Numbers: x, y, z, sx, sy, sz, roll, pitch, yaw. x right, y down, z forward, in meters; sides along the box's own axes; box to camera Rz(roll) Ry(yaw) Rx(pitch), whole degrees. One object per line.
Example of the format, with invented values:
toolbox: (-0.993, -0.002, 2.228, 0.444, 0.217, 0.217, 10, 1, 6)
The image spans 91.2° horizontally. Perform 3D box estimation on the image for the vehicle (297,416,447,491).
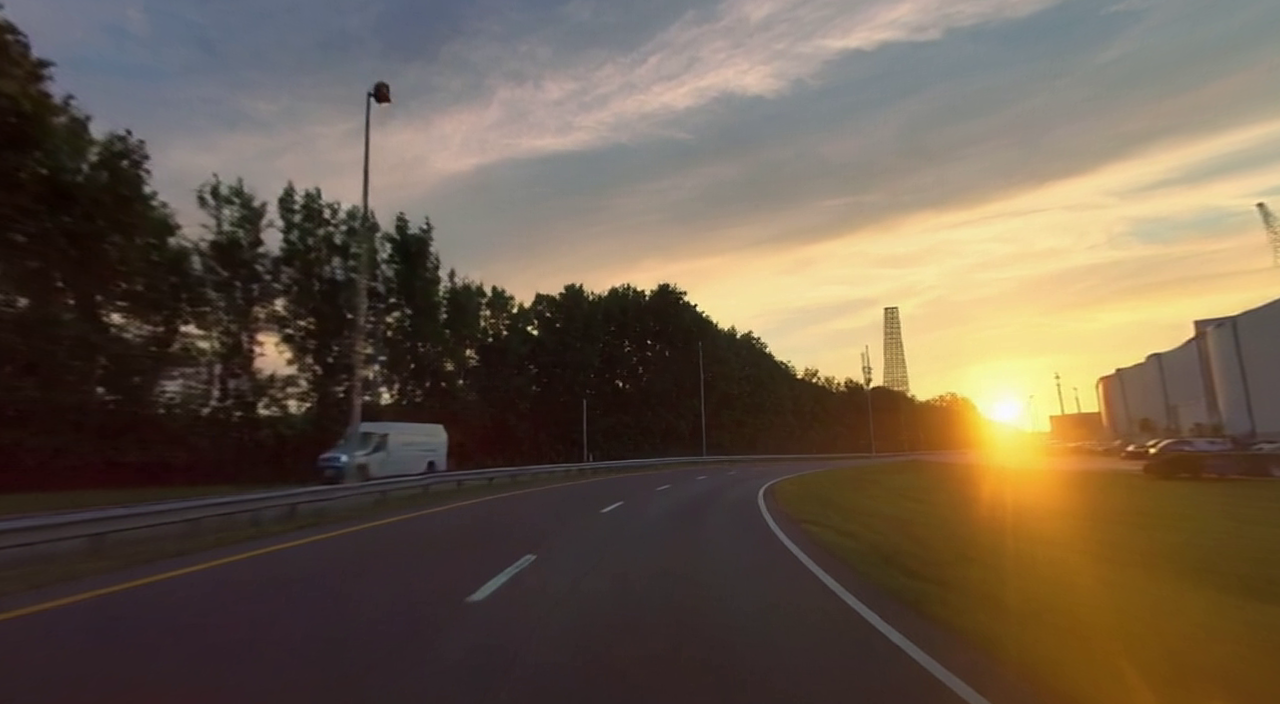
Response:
vehicle: (-10.425, 4.033, 25.147, 2.396, 2.635, 5.921, -2, -9, 13)
